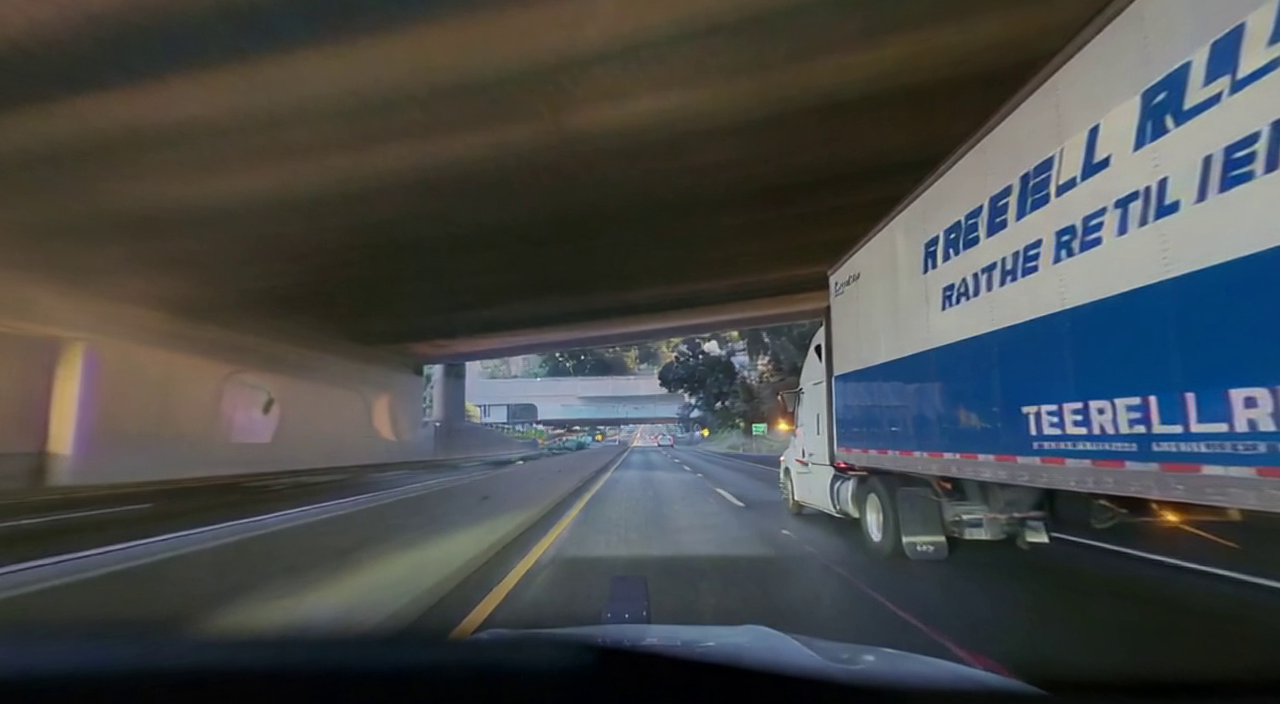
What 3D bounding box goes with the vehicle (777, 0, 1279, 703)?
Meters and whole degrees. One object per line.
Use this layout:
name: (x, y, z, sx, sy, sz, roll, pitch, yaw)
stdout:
vehicle: (4.163, 0.267, 5.368, 3.006, 4.093, 14.142, 0, -8, 1)
